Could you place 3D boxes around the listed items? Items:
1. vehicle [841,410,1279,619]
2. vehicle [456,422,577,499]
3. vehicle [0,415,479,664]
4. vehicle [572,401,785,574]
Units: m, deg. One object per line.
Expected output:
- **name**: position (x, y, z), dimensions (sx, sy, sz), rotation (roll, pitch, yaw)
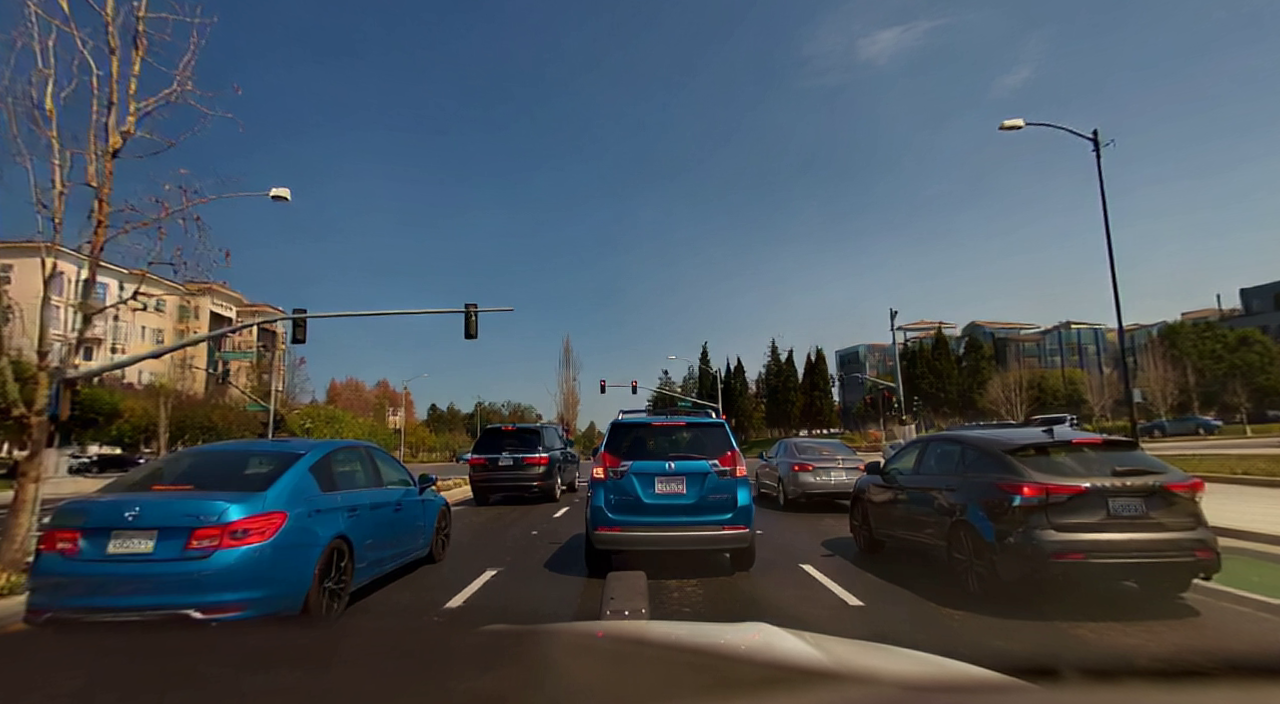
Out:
- **vehicle**: position (3.914, 1.552, 6.944), dimensions (1.954, 1.592, 3.992), rotation (0, -8, -2)
- **vehicle**: position (-3.215, 2.998, 17.821), dimensions (2.230, 1.834, 5.469), rotation (0, -8, 1)
- **vehicle**: position (-3.071, 1.458, 6.037), dimensions (1.876, 1.497, 4.308), rotation (0, -8, 0)
- **vehicle**: position (0.386, 1.710, 8.695), dimensions (2.172, 1.764, 4.338), rotation (0, -8, 0)
